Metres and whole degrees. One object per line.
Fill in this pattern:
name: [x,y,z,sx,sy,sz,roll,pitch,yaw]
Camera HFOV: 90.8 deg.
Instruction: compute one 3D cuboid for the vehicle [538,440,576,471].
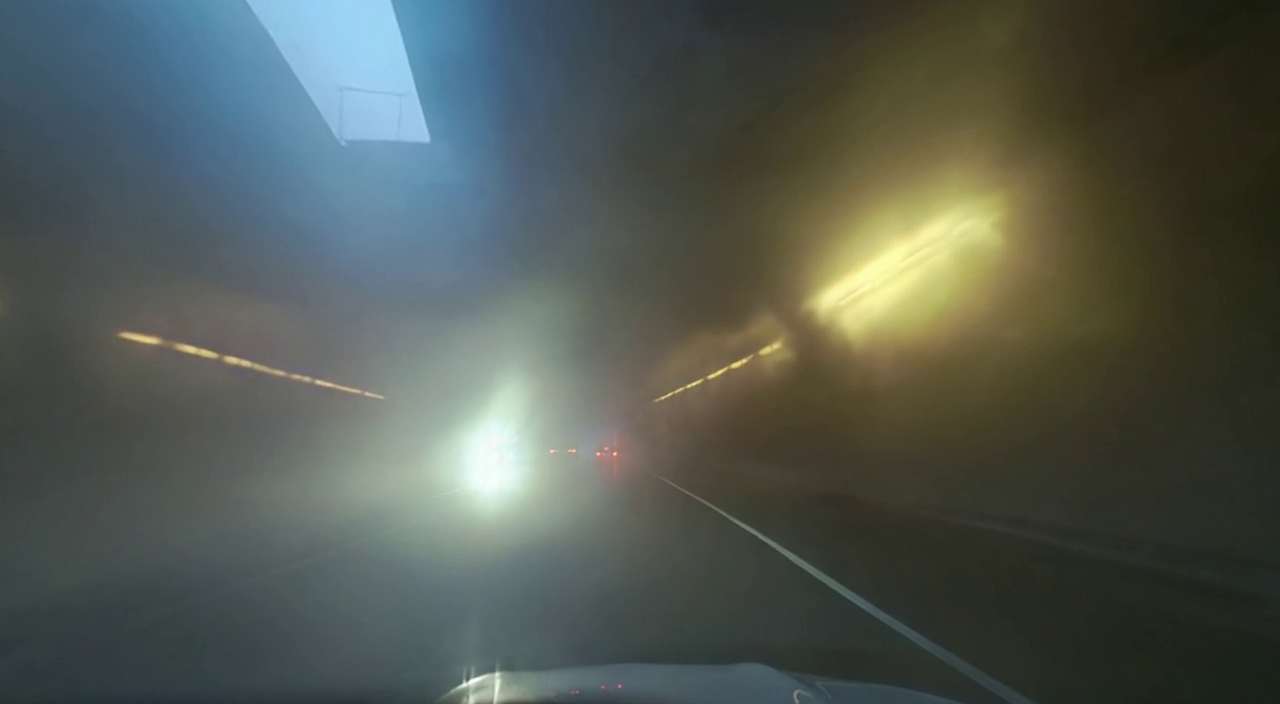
vehicle: [-4.883,6.147,37.709,1.961,1.725,4.315,1,-9,-4]
